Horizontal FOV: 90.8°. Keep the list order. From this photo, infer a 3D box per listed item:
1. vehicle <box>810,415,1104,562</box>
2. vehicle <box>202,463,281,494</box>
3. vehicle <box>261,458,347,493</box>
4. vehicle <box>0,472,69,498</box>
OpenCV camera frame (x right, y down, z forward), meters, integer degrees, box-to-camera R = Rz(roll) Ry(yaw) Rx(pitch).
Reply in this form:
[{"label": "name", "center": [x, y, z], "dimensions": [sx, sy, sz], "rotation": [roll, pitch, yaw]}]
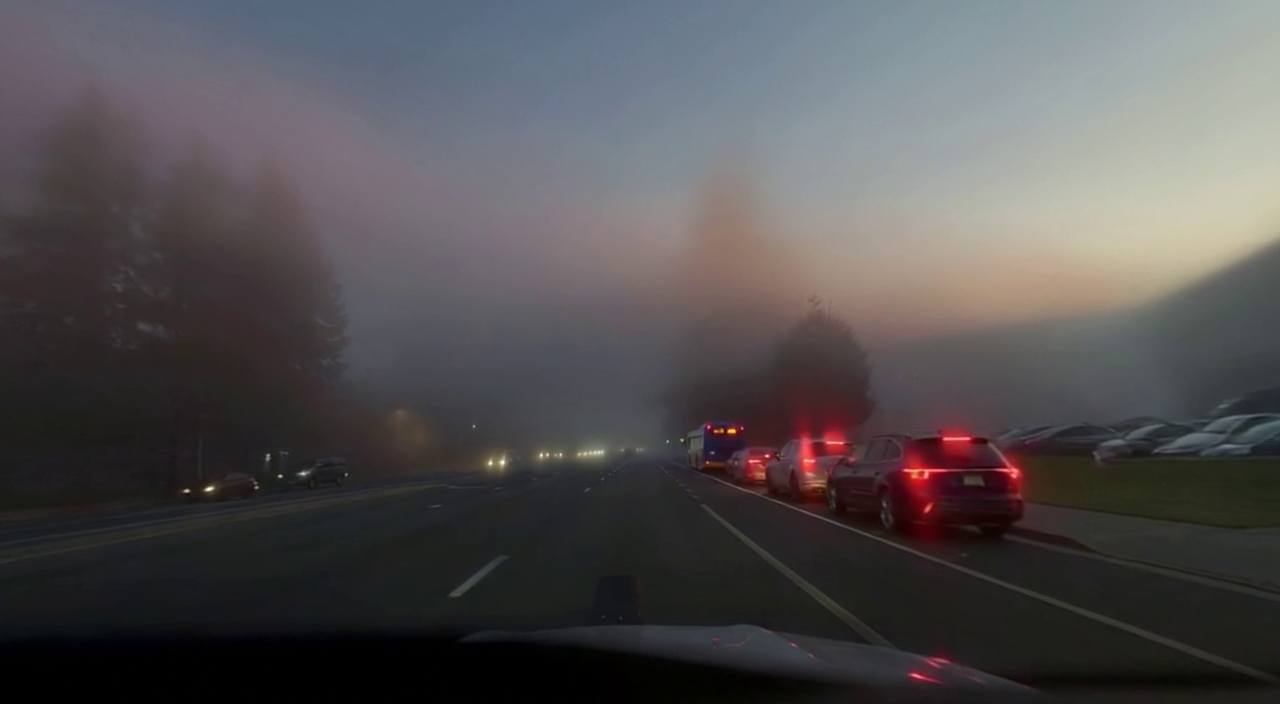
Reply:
[{"label": "vehicle", "center": [4.447, 1.998, 10.009], "dimensions": [2.094, 1.731, 4.763], "rotation": [0, -9, -1]}, {"label": "vehicle", "center": [-28.977, 9.180, 46.043], "dimensions": [4.426, 1.782, 2.056], "rotation": [-4, -8, 1]}, {"label": "vehicle", "center": [-19.567, 7.183, 37.075], "dimensions": [2.166, 1.804, 4.897], "rotation": [-1, -9, 3]}, {"label": "vehicle", "center": [-41.535, 8.875, 42.178], "dimensions": [4.609, 1.553, 2.129], "rotation": [0, -9, -1]}]
